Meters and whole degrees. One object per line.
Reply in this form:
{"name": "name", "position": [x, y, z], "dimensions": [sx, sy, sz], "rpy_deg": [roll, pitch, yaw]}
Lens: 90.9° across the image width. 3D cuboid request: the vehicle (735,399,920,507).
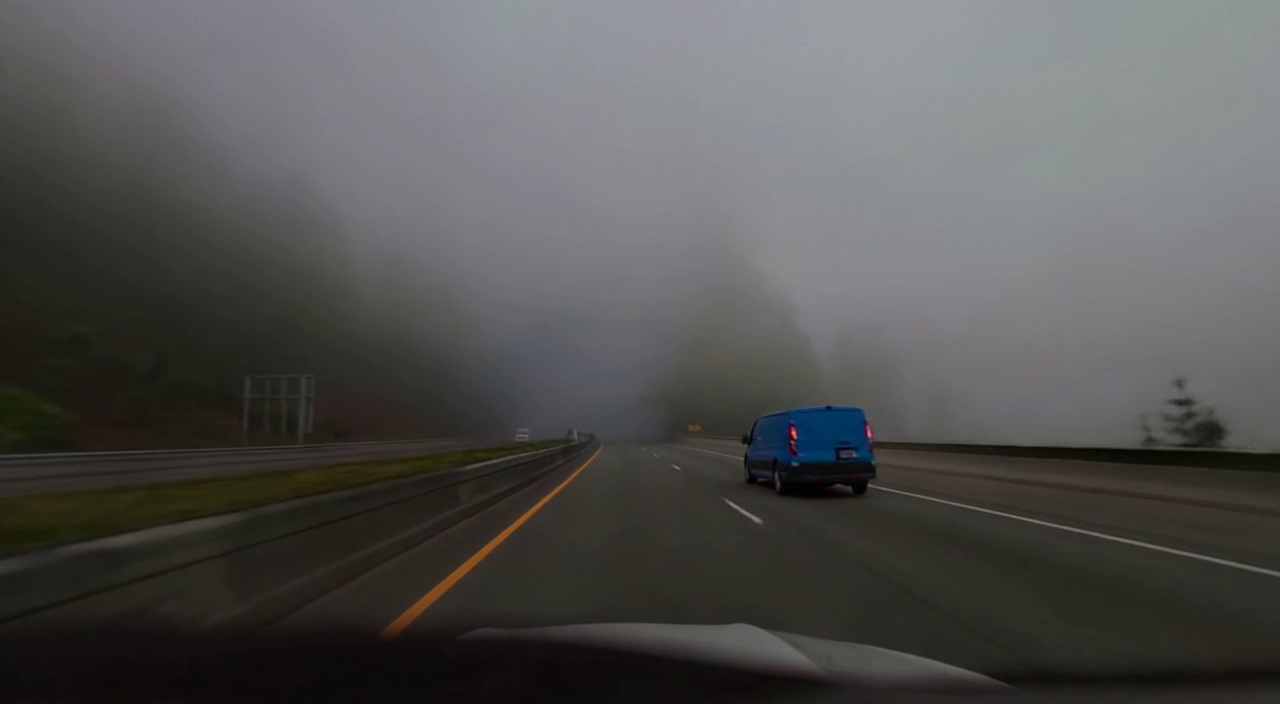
{"name": "vehicle", "position": [3.500, 1.992, 12.901], "dimensions": [2.240, 1.801, 4.545], "rpy_deg": [0, -8, -2]}
